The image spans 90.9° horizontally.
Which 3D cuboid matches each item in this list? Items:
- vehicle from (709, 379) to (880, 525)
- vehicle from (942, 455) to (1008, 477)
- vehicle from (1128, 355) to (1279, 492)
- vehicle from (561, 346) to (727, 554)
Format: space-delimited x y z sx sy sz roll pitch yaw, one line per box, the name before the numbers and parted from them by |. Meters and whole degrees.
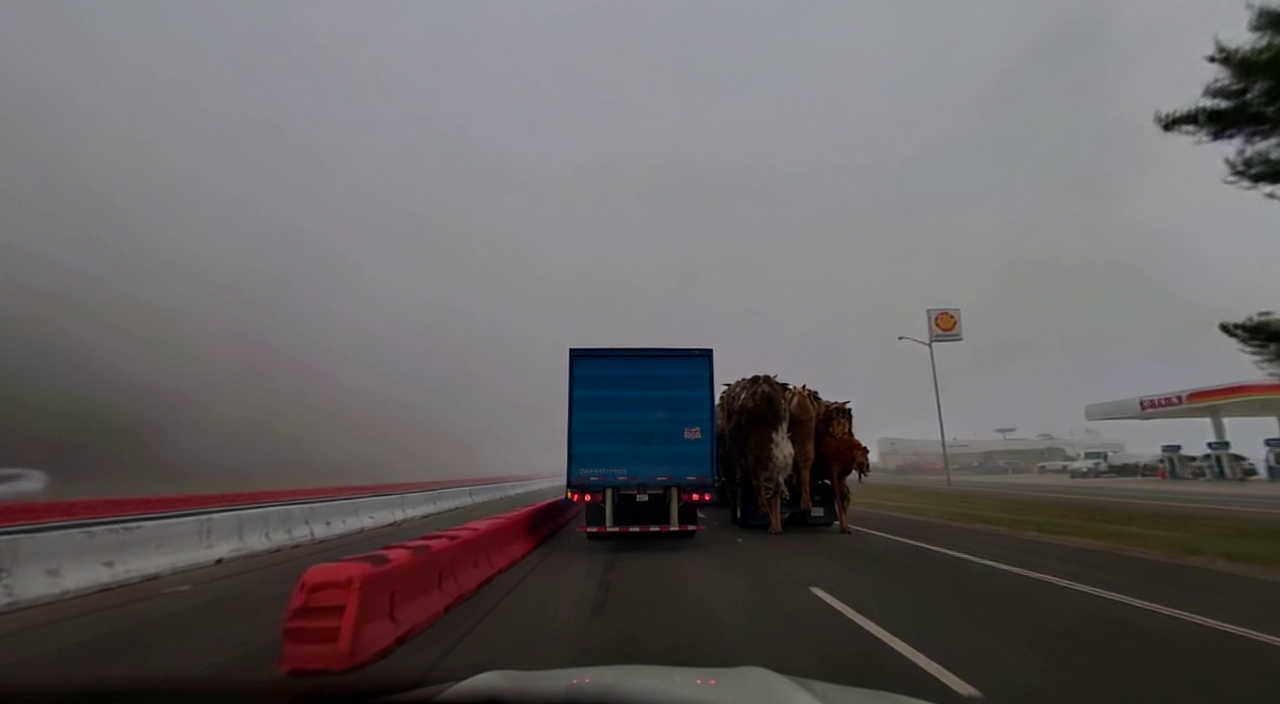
vehicle | 4.420 3.381 20.757 2.936 3.640 9.443 1 -10 -2
vehicle | 24.520 8.373 46.308 1.762 1.470 4.485 3 -11 -11
vehicle | 20.836 1.999 18.113 2.771 4.075 13.513 1 -11 0
vehicle | 0.040 2.334 14.495 2.618 3.306 8.676 1 -10 0
